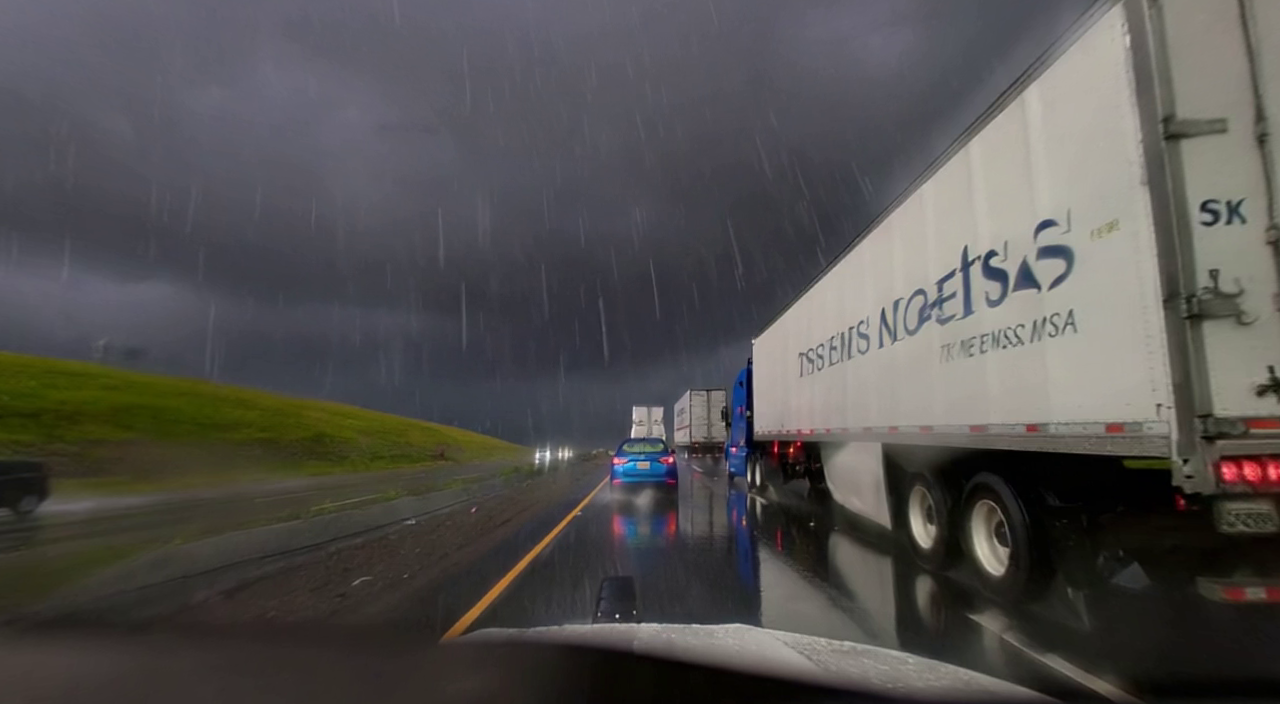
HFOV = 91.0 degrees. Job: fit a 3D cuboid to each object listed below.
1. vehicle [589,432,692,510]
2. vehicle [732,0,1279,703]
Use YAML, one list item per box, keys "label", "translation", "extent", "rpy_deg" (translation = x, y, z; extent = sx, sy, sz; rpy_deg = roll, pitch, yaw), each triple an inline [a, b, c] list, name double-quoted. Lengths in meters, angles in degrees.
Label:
- label: "vehicle"
  translation: [0.008, 2.616, 14.376]
  extent: [2.045, 1.507, 3.763]
  rpy_deg: [-1, -8, 0]
- label: "vehicle"
  translation: [4.430, 0.564, 10.500]
  extent: [3.410, 4.438, 14.410]
  rpy_deg: [-1, -8, -1]
